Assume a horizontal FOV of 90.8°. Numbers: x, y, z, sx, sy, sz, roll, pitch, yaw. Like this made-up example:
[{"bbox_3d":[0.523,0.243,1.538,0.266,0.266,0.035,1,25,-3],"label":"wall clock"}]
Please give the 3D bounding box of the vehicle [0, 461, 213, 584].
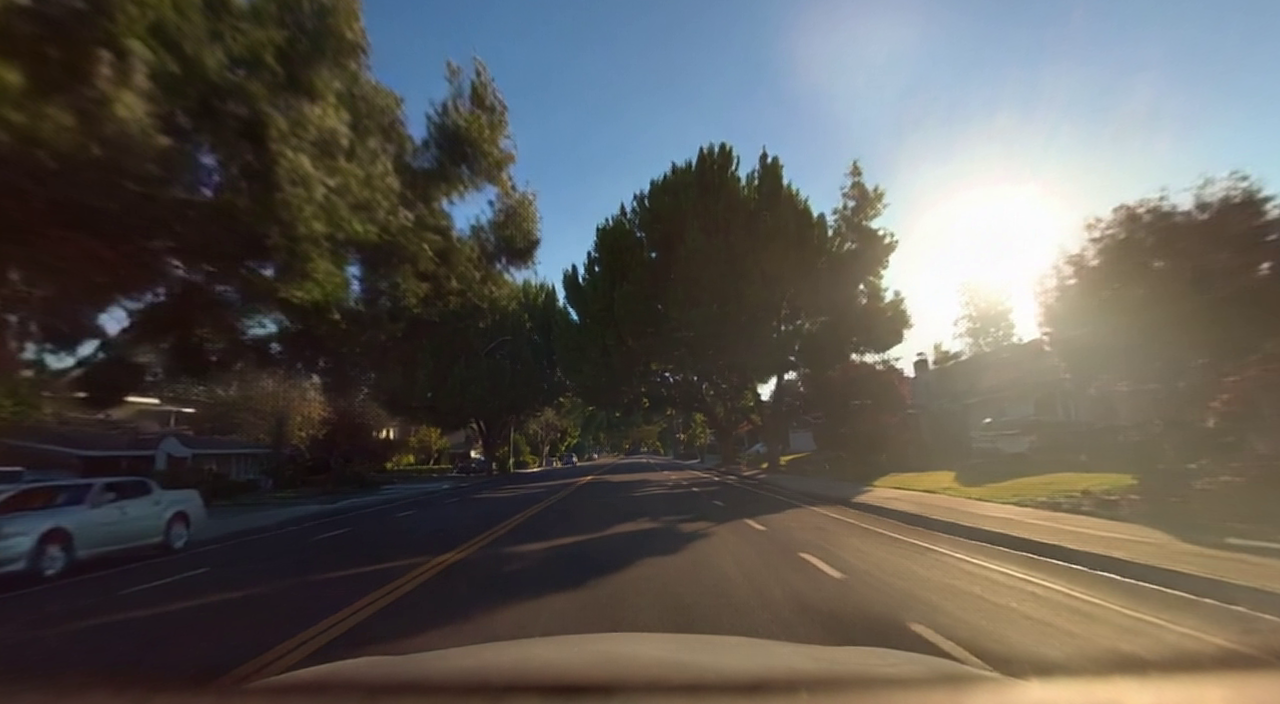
[{"bbox_3d":[-9.540,2.711,10.471,1.931,1.465,4.683,-5,-8,-3],"label":"vehicle"}]
